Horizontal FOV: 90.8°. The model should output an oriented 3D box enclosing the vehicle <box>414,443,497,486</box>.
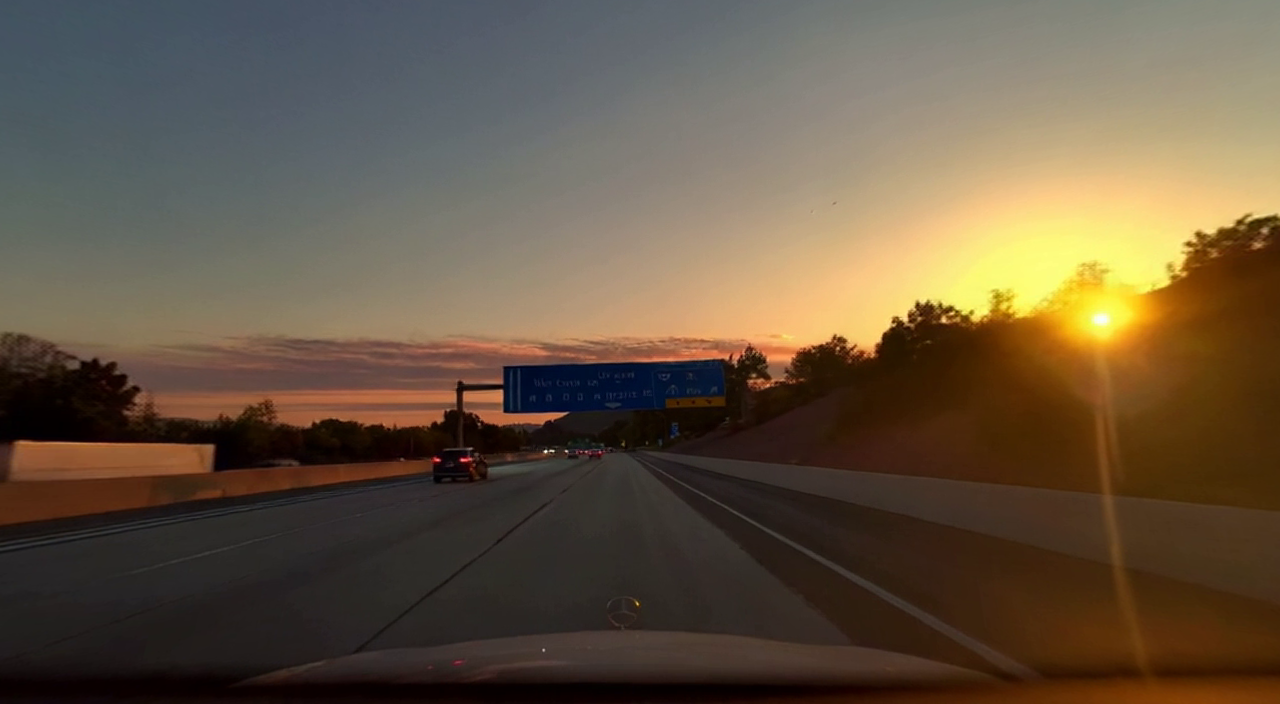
[{"bbox_3d":[-7.384,4.543,25.724,2.098,1.606,4.227,0,-9,0],"label":"vehicle"}]
